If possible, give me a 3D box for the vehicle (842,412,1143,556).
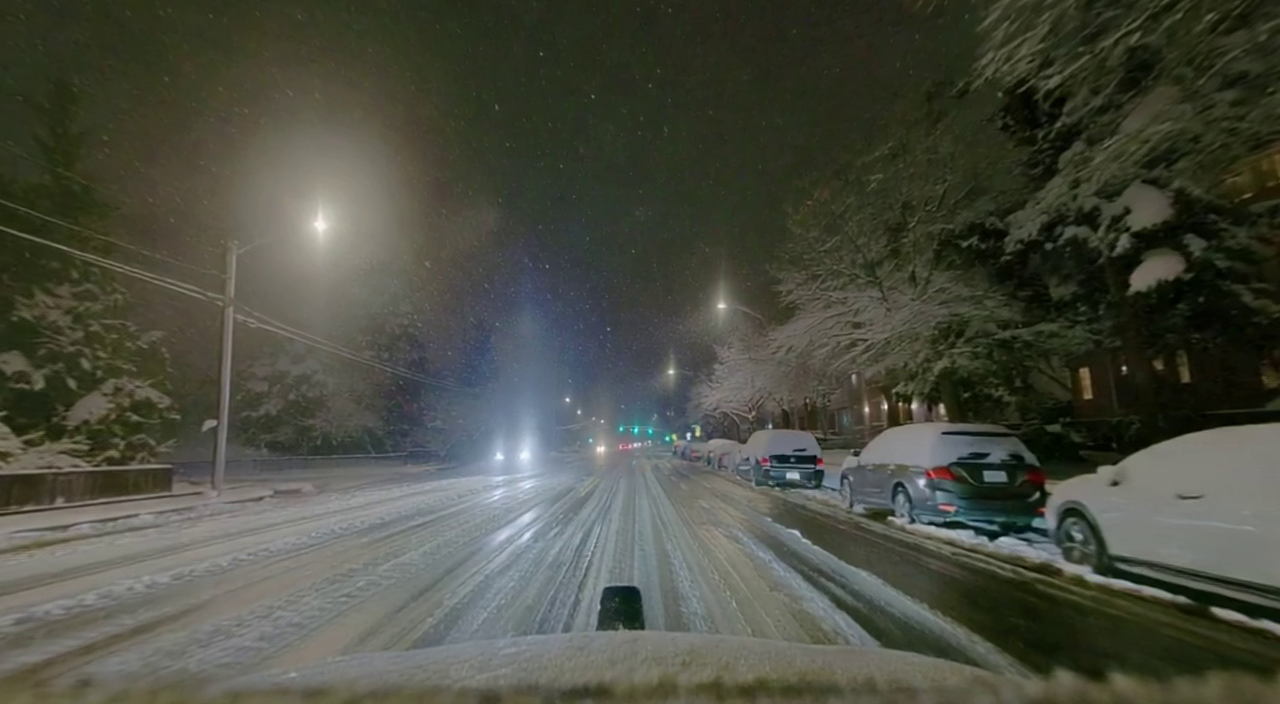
[{"bbox_3d":[5.119,1.972,10.195,2.039,1.752,4.686,0,-8,-1],"label":"vehicle"}]

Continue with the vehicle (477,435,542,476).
[{"bbox_3d":[-6.732,5.406,33.314,2.105,1.919,6.049,0,-8,0],"label":"vehicle"}]

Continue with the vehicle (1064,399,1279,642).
[{"bbox_3d":[5.299,1.072,3.798,1.893,1.628,5.026,0,-8,-1],"label":"vehicle"}]

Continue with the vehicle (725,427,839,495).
[{"bbox_3d":[4.022,3.185,18.807,2.272,1.744,4.324,0,-8,-2],"label":"vehicle"}]
